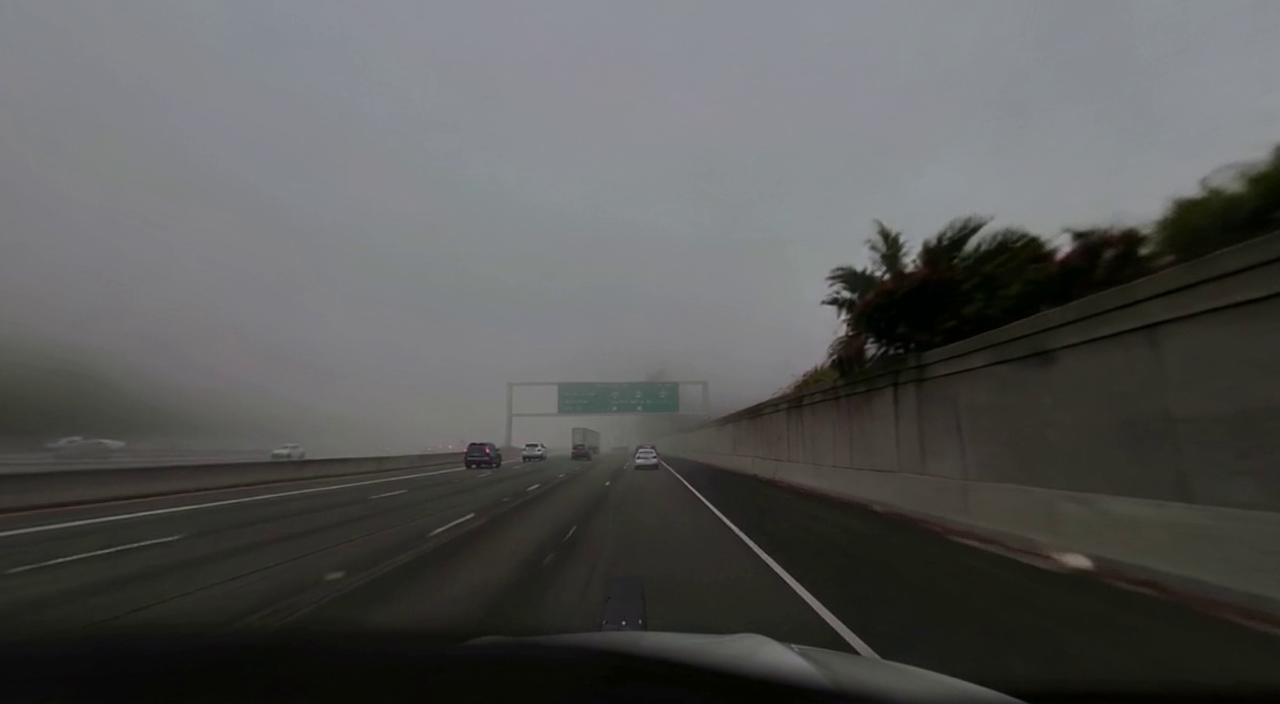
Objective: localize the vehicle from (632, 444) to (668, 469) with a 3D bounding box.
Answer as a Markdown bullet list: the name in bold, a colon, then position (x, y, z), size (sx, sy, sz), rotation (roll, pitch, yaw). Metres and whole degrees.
- **vehicle**: position (0.605, 6.484, 39.272), size (2.137, 1.461, 3.999), rotation (-1, -8, 1)

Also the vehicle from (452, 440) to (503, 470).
- **vehicle**: position (-9.339, 5.909, 36.520), size (1.954, 1.605, 4.023), rotation (0, -8, -1)

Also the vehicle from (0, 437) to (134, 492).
- **vehicle**: position (-19.307, 3.602, 20.568), size (1.870, 1.567, 4.567), rotation (0, -8, -1)
